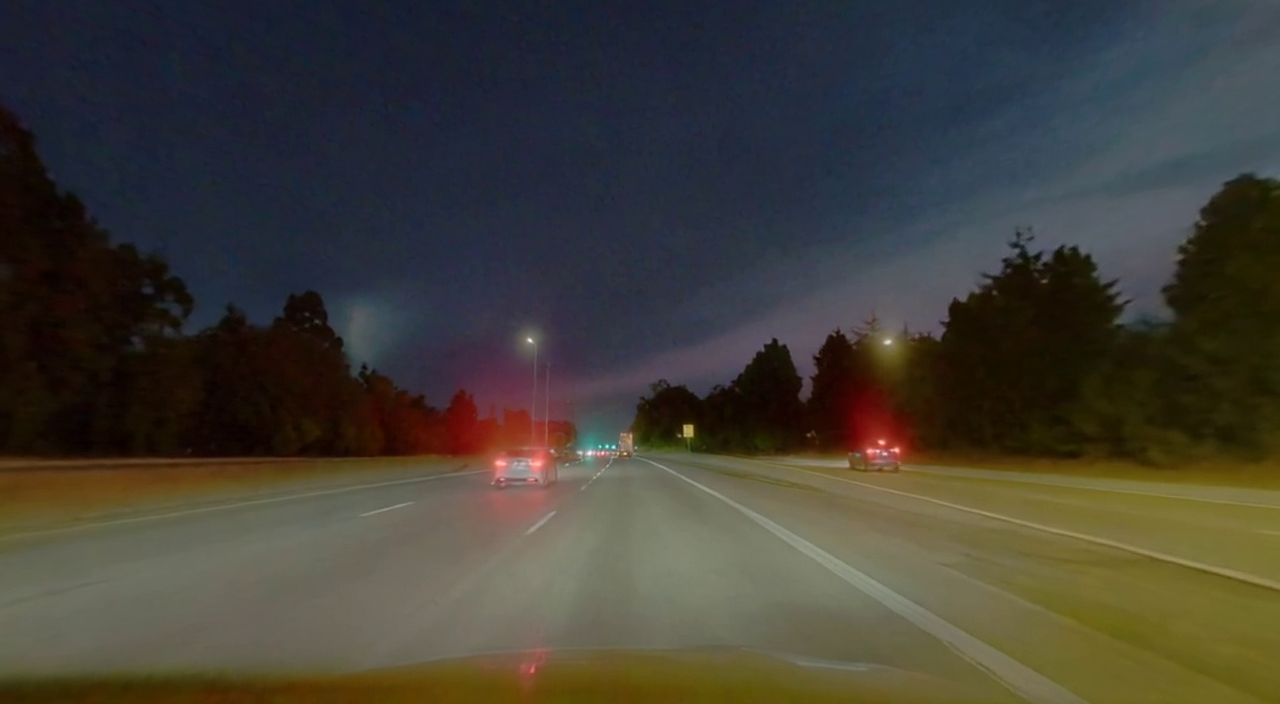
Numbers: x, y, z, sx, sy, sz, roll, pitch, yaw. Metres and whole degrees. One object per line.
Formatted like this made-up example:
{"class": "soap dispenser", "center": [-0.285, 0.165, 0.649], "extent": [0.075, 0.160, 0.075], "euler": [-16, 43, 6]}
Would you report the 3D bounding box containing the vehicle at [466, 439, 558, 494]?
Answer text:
{"class": "vehicle", "center": [-3.974, 3.636, 20.296], "extent": [2.070, 1.564, 4.145], "euler": [0, -9, 0]}
